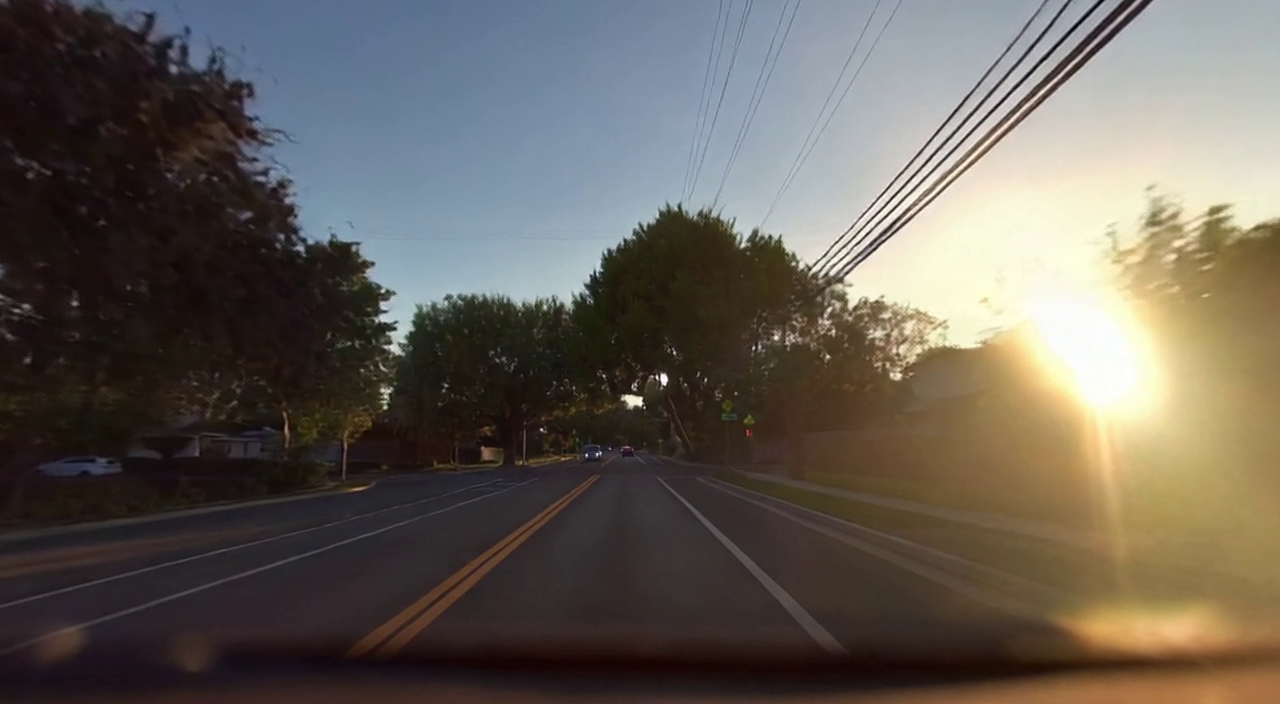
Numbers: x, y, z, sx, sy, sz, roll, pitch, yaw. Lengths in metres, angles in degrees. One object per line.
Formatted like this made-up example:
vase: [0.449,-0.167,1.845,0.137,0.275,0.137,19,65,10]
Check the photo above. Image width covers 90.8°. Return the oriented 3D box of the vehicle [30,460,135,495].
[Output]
vehicle: [-33.321,7.482,38.009,1.885,1.698,5.050,0,-7,-3]
